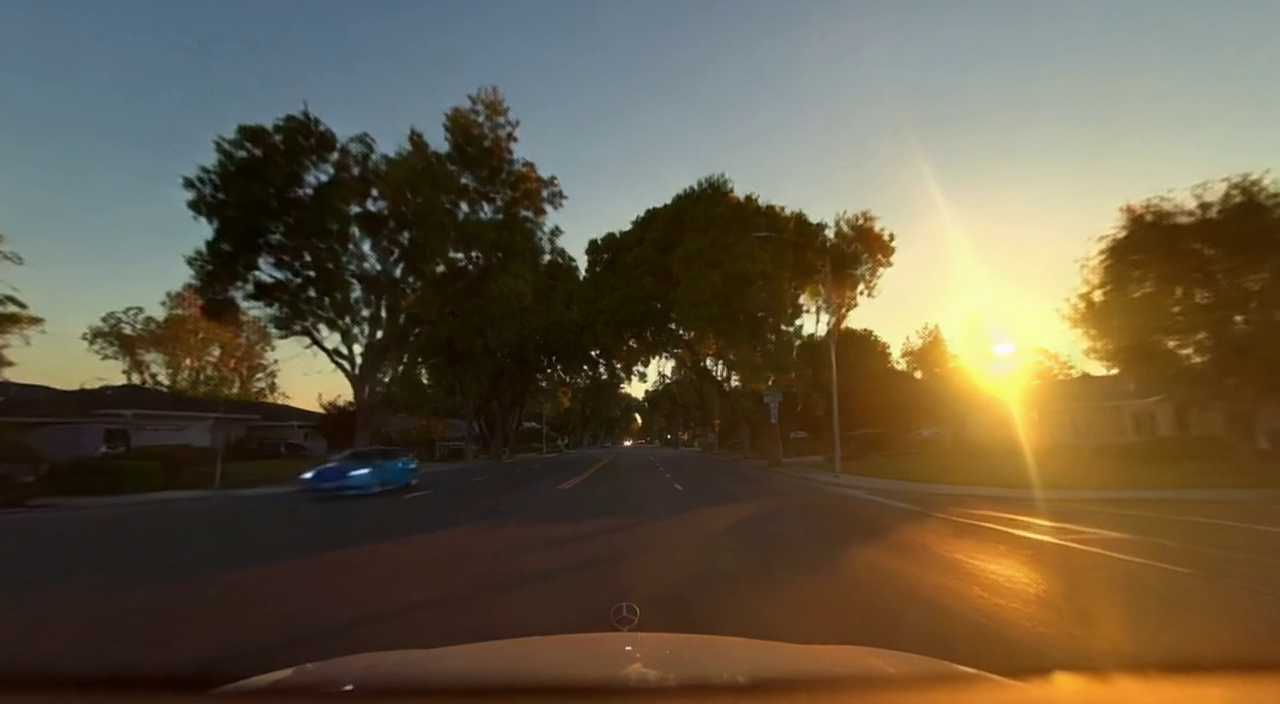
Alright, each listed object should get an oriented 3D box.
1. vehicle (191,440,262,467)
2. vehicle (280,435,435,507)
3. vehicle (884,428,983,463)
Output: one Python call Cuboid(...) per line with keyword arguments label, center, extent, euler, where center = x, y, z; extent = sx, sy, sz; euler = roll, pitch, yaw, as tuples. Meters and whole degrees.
Cuboid(label="vehicle", center=(-28.245, 6.900, 43.087), extent=(4.542, 1.700, 2.201), euler=(-5, -10, 31))
Cuboid(label="vehicle", center=(-7.318, 3.111, 17.016), extent=(2.130, 1.635, 4.505), euler=(0, -8, -1))
Cuboid(label="vehicle", center=(21.312, 6.802, 46.011), extent=(6.048, 2.416, 2.158), euler=(0, -8, 1))
